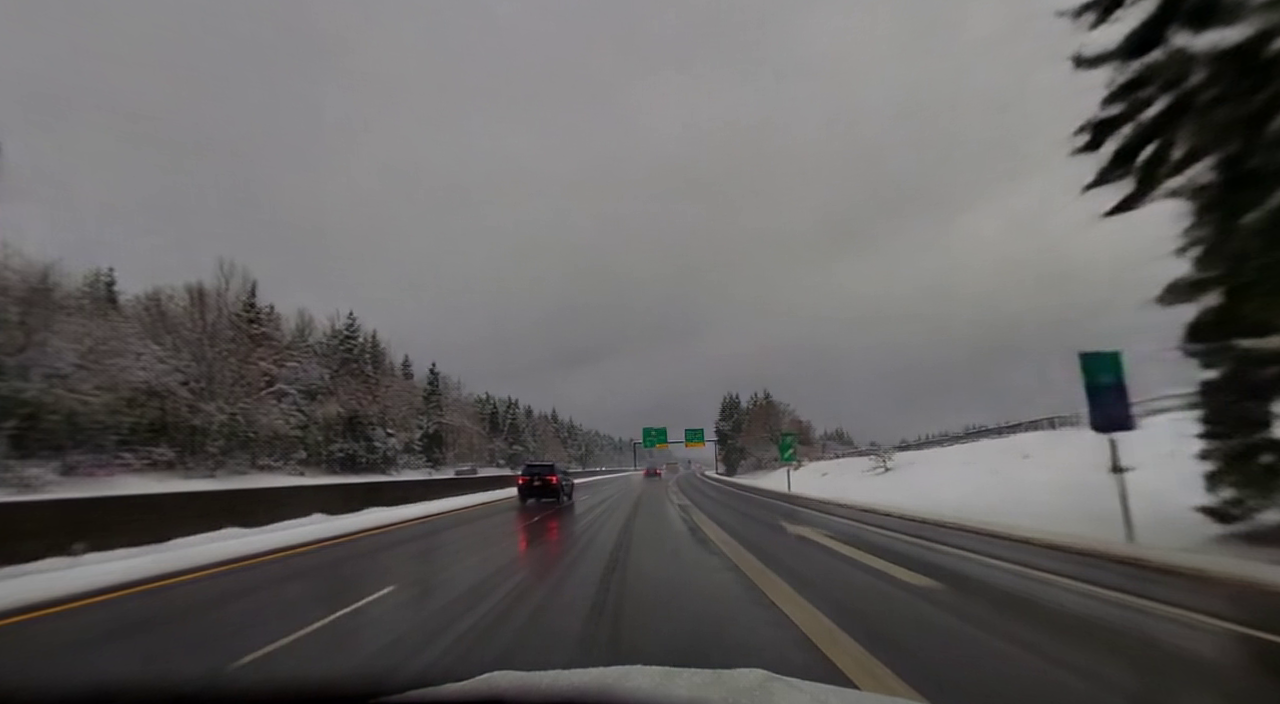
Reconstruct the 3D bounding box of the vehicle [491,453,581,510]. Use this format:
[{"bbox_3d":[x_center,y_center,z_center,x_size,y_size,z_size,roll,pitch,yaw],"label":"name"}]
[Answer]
[{"bbox_3d":[-3.232,4.152,20.401,2.000,1.594,3.996,1,-11,3],"label":"vehicle"}]
